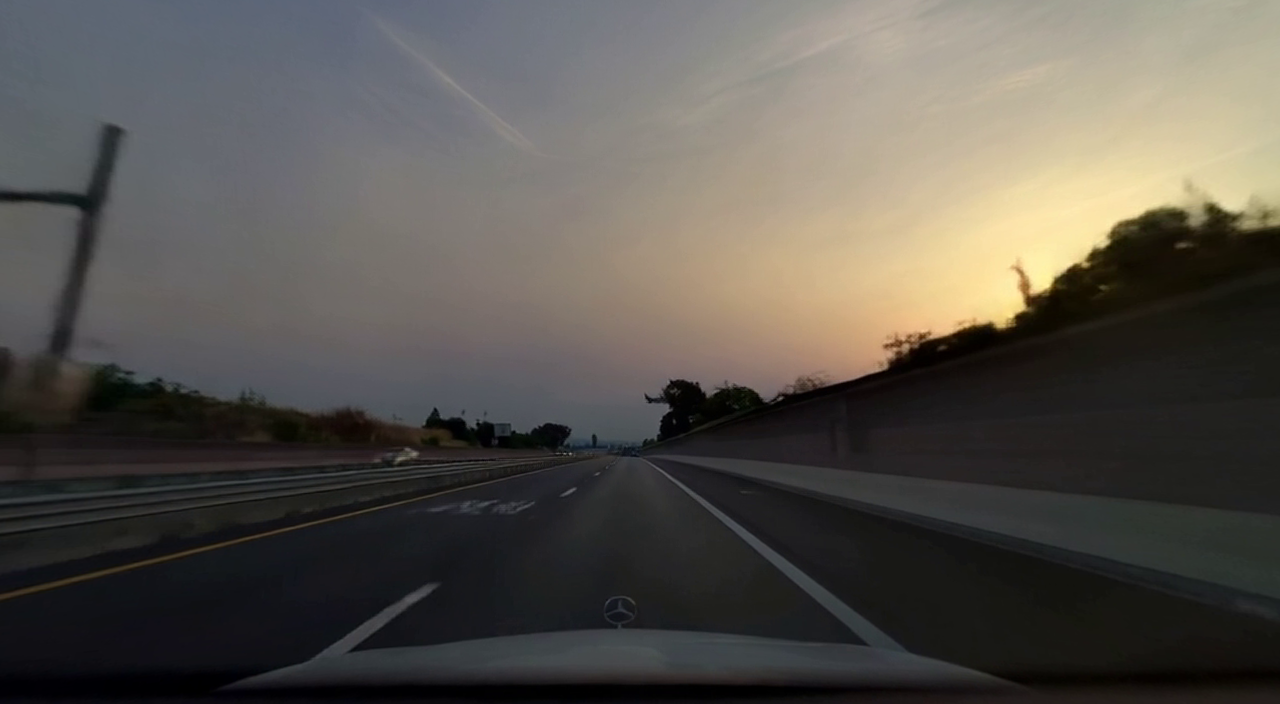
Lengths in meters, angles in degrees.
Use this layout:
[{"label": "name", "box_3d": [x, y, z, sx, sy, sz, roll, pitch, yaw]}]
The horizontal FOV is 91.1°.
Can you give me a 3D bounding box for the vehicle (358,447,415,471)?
[{"label": "vehicle", "box_3d": [-17.108, 7.252, 42.722, 1.928, 1.475, 4.749, 0, -9, 0]}]
